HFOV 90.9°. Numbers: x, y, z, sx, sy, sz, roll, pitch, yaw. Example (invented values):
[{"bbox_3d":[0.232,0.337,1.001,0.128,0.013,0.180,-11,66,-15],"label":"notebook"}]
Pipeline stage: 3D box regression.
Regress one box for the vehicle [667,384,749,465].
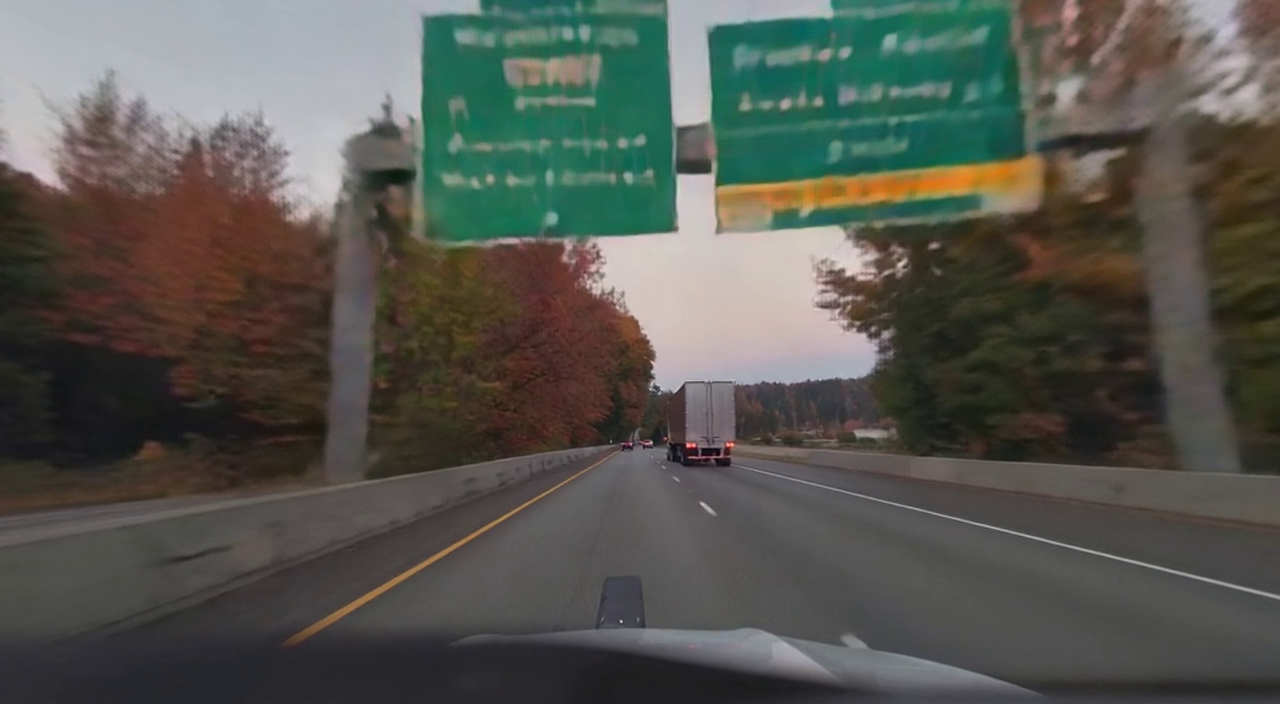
[{"bbox_3d":[3.751,4.753,39.407,3.357,4.101,14.659,0,-8,-1],"label":"vehicle"}]
